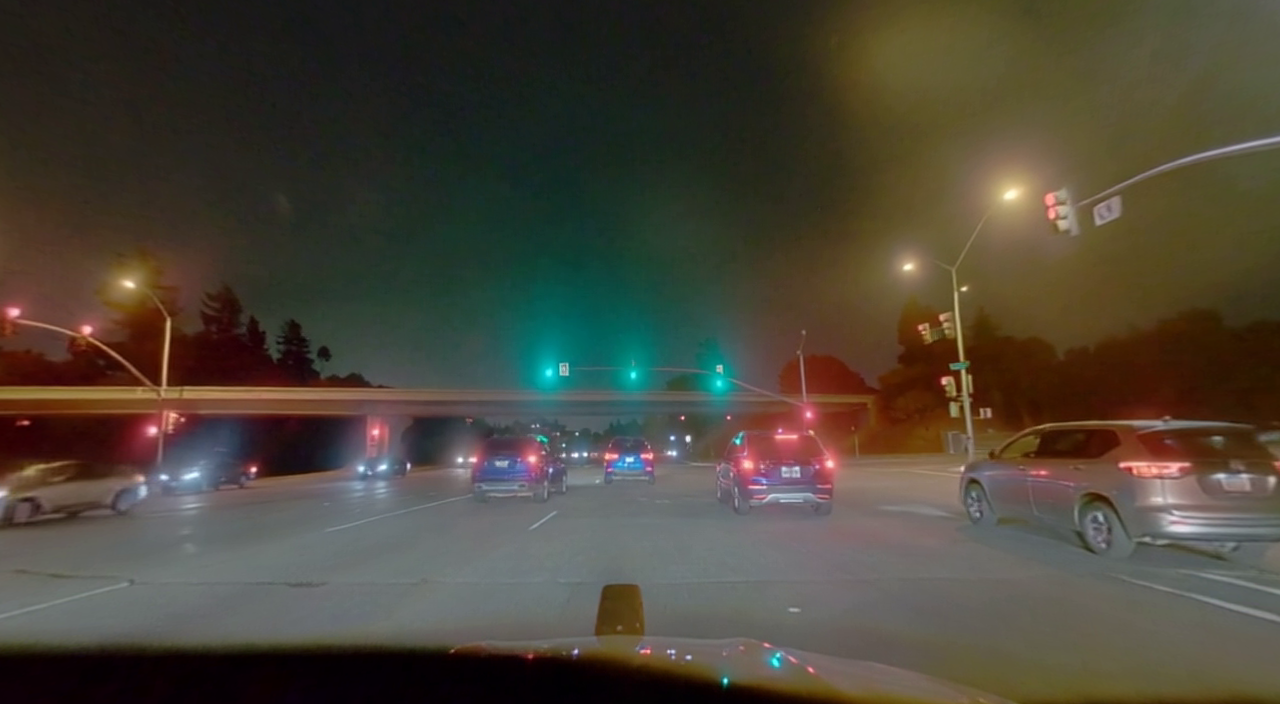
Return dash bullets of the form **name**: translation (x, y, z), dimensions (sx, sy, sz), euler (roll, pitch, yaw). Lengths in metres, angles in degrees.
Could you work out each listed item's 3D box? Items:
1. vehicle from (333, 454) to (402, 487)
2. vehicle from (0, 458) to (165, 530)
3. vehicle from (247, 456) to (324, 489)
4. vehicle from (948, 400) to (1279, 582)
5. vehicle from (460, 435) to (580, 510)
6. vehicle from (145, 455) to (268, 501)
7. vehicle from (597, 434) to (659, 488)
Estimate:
- **vehicle**: translation (-16.185, 7.018, 37.782), dimensions (2.007, 1.730, 4.774), euler (0, -8, 0)
- **vehicle**: translation (-15.498, 3.687, 16.995), dimensions (1.859, 1.542, 4.657), euler (0, -8, -1)
- **vehicle**: translation (-23.400, 7.939, 41.988), dimensions (2.039, 1.965, 5.291), euler (0, -8, 0)
- **vehicle**: translation (6.283, 1.693, 8.480), dimensions (2.074, 1.785, 4.320), euler (0, -8, 0)
- **vehicle**: translation (-3.089, 3.212, 17.429), dimensions (2.060, 1.768, 4.681), euler (-1, -8, 4)
- **vehicle**: translation (-19.569, 5.668, 28.846), dimensions (2.131, 1.816, 4.960), euler (0, -8, -1)
- **vehicle**: translation (-0.481, 4.490, 26.440), dimensions (2.342, 2.026, 4.642), euler (0, -8, 0)
